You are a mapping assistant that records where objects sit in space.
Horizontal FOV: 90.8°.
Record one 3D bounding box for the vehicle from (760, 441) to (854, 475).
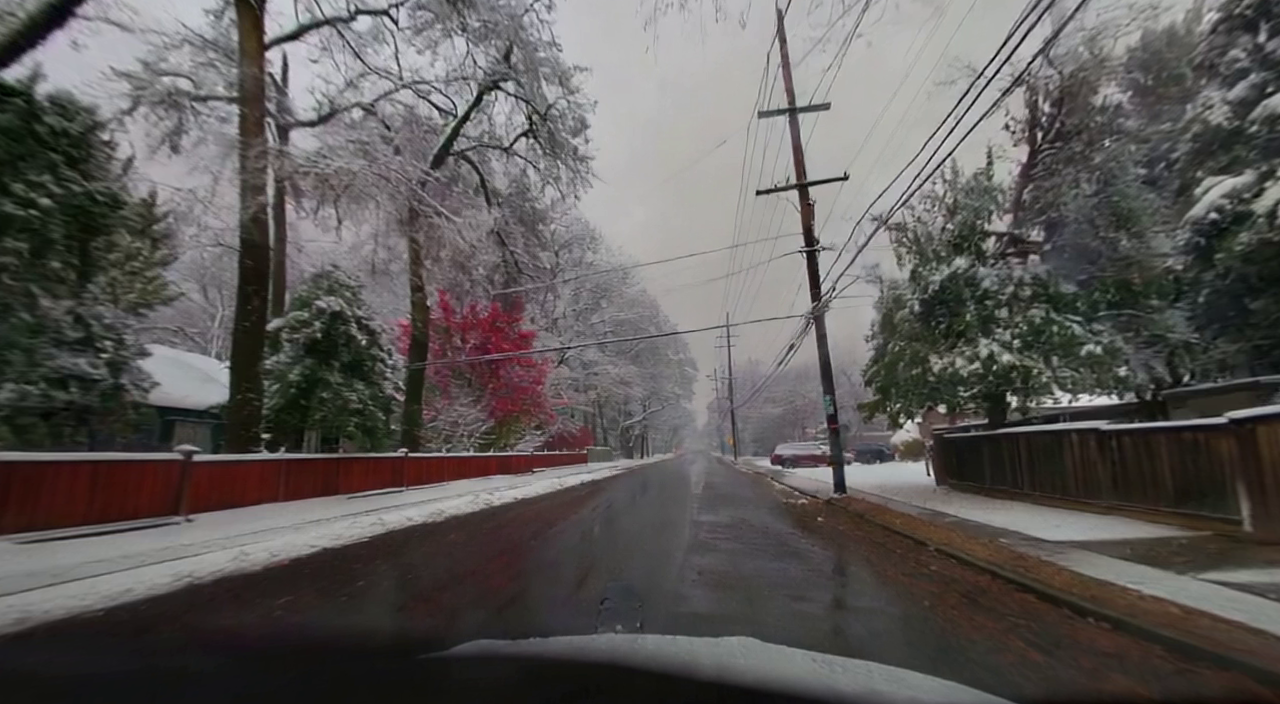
[{"bbox_3d":[9.352,5.971,35.761,4.806,1.851,2.050,-1,-9,5],"label":"vehicle"}]
